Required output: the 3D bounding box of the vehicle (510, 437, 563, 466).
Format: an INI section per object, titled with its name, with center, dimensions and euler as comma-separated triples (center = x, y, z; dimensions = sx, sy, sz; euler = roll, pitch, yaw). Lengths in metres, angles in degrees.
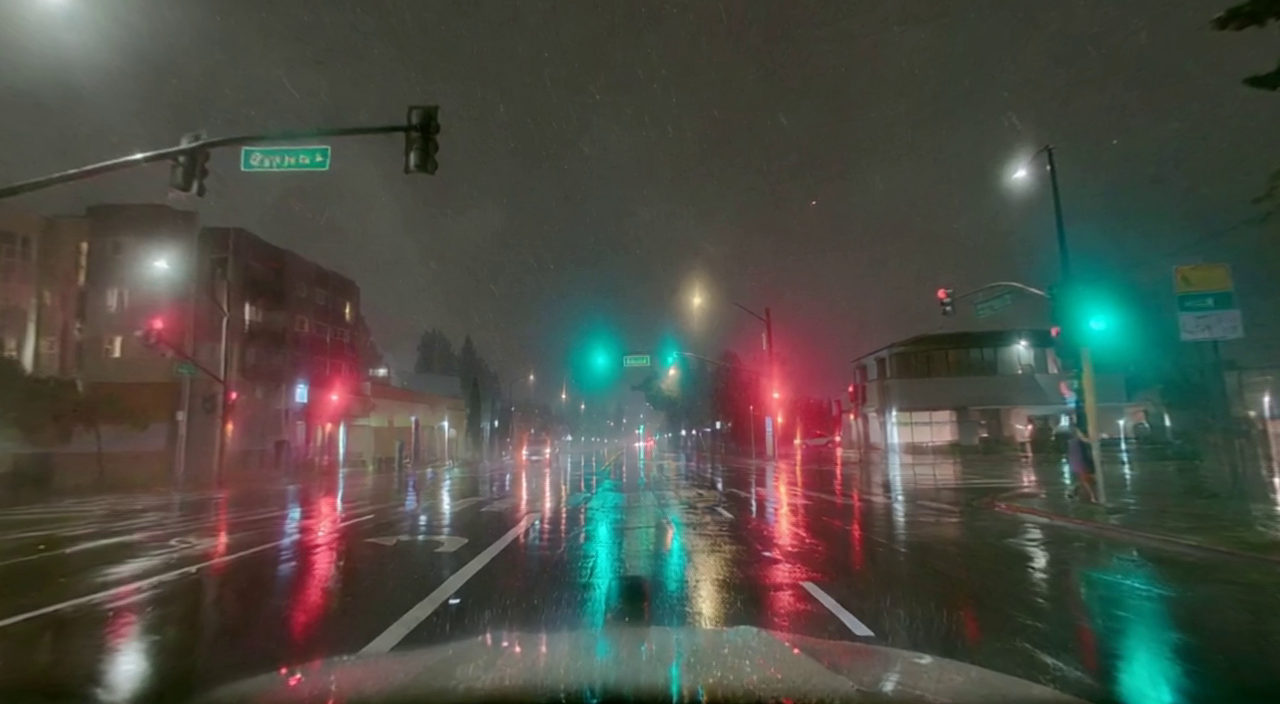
[vehicle]
center = -5.778, 5.622, 35.749
dimensions = 2.127, 1.473, 4.428
euler = 0, -8, 1
